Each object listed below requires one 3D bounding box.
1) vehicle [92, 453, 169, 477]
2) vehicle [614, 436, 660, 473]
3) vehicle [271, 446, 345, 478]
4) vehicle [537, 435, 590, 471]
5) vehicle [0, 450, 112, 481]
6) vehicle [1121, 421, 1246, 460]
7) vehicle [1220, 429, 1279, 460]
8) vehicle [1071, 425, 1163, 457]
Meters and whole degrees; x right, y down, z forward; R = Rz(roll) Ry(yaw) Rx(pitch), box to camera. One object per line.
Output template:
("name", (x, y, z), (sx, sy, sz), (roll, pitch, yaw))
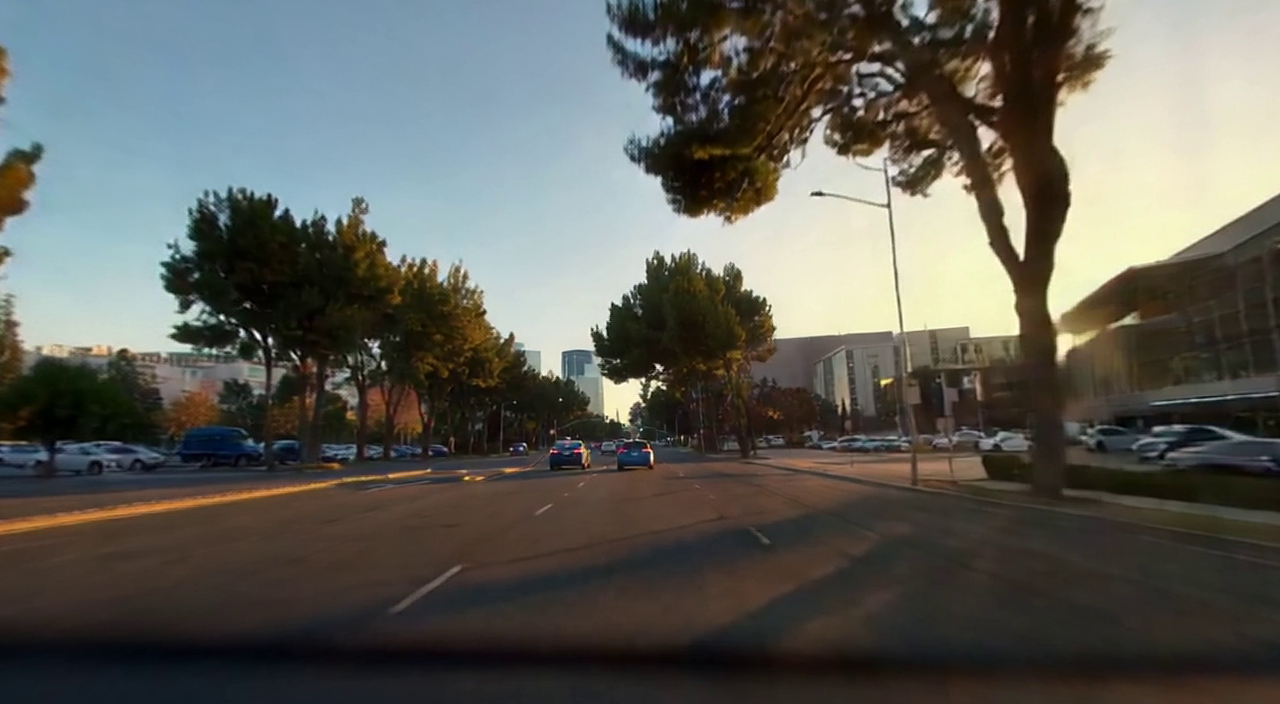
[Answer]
("vehicle", (-34.259, 7.571, 42.224), (3.654, 1.375, 1.779), (-1, -6, 0))
("vehicle", (-0.151, 4.874, 30.017), (2.042, 1.641, 4.187), (0, -8, 0))
("vehicle", (-19.480, 6.459, 37.091), (1.946, 1.725, 4.508), (0, -8, -1))
("vehicle", (-3.861, 5.198, 32.372), (2.113, 1.713, 4.422), (0, -8, 0))
("vehicle", (-34.409, 6.660, 37.055), (4.697, 1.596, 2.031), (-1, -6, 3))
("vehicle", (30.299, 4.987, 35.302), (2.225, 1.995, 5.253), (0, -9, -1))
("vehicle", (34.916, 5.091, 34.656), (1.903, 1.630, 3.895), (0, -8, -2))
("vehicle", (31.404, 5.882, 41.402), (4.175, 2.084, 2.155), (0, -9, 1))
